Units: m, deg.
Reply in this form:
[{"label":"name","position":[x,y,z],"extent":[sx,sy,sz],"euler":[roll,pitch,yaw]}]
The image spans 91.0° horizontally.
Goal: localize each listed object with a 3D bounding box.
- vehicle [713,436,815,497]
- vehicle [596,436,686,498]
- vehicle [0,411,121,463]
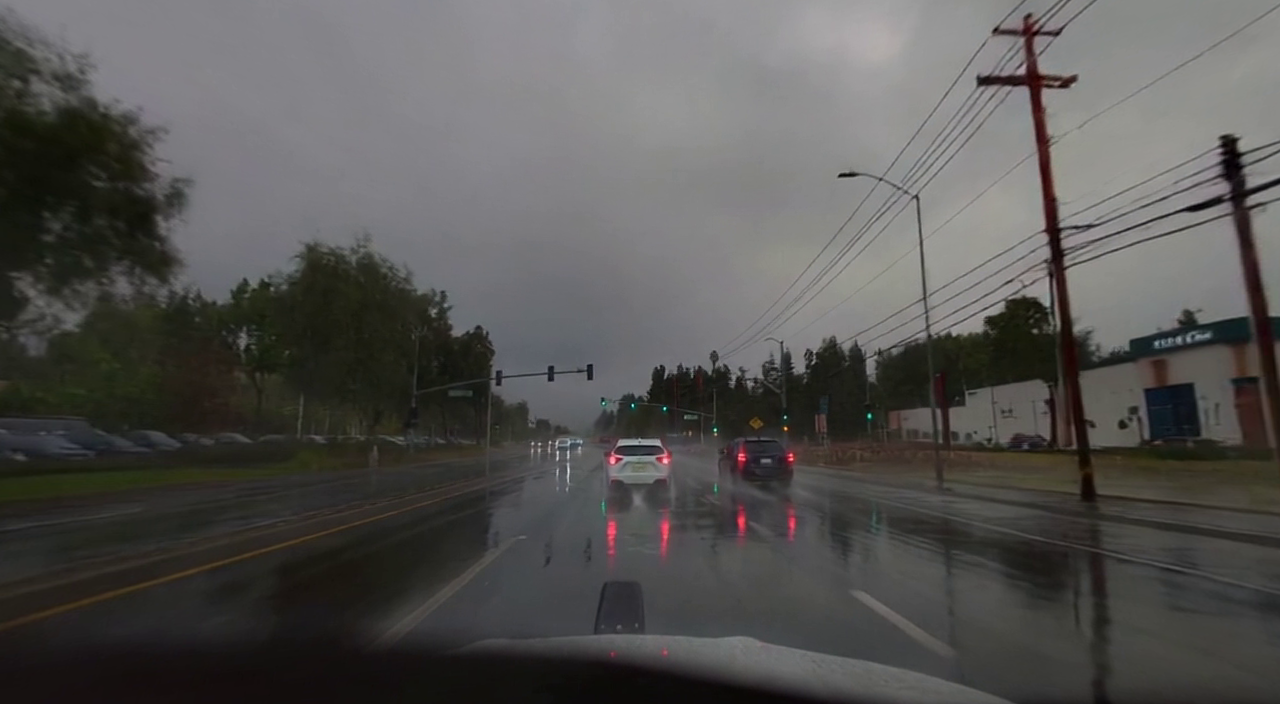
[{"label":"vehicle","position":[3.319,3.138,17.688],"extent":[1.985,1.489,4.036],"euler":[0,-8,-1]},{"label":"vehicle","position":[-0.006,3.061,17.121],"extent":[2.144,1.473,4.028],"euler":[0,-8,-1]},{"label":"vehicle","position":[-29.030,4.071,29.892],"extent":[2.878,2.172,7.057],"euler":[0,-8,-2]}]
